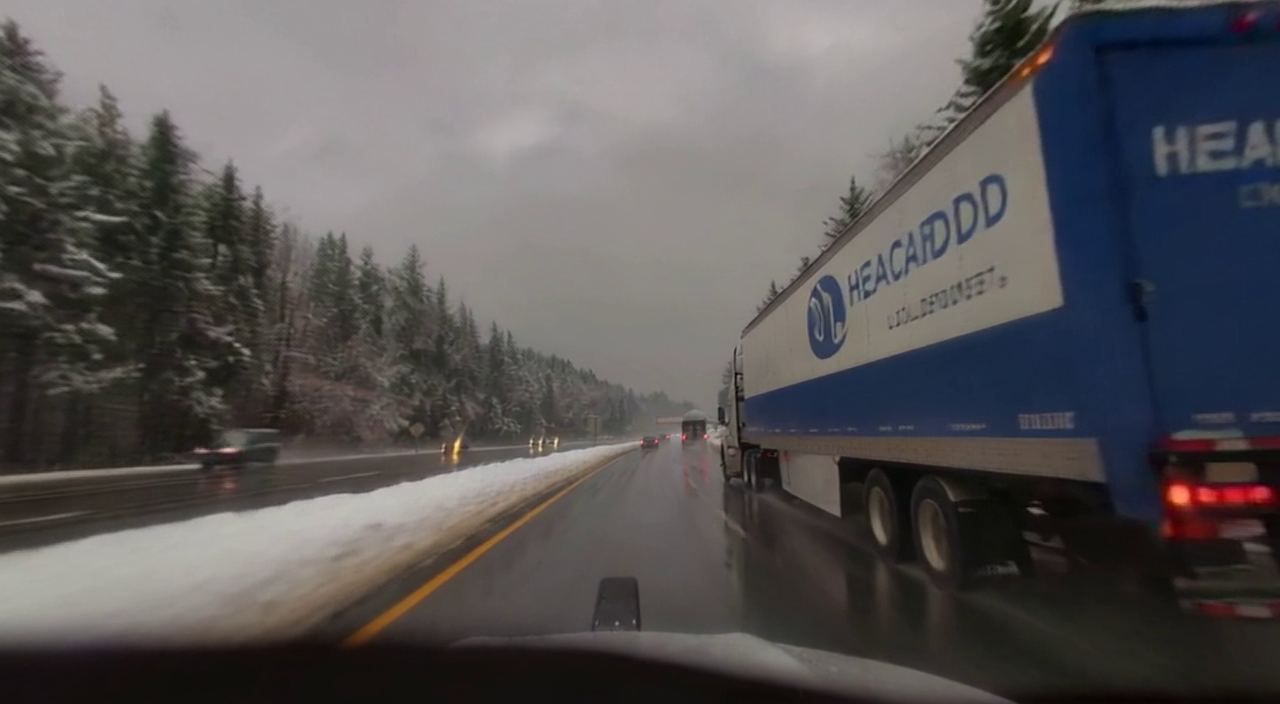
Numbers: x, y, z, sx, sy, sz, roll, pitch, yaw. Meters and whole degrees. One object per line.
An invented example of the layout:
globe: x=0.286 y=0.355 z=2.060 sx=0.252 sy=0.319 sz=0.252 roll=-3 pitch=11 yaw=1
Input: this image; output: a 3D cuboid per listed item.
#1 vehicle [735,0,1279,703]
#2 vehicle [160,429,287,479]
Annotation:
vehicle: x=4.235 y=0.537 z=9.159 sx=3.171 sy=4.072 sz=13.784 roll=0 pitch=-8 yaw=-2
vehicle: x=-18.231 y=4.456 z=27.950 sx=2.129 sy=1.997 sz=4.953 roll=0 pitch=-8 yaw=1
